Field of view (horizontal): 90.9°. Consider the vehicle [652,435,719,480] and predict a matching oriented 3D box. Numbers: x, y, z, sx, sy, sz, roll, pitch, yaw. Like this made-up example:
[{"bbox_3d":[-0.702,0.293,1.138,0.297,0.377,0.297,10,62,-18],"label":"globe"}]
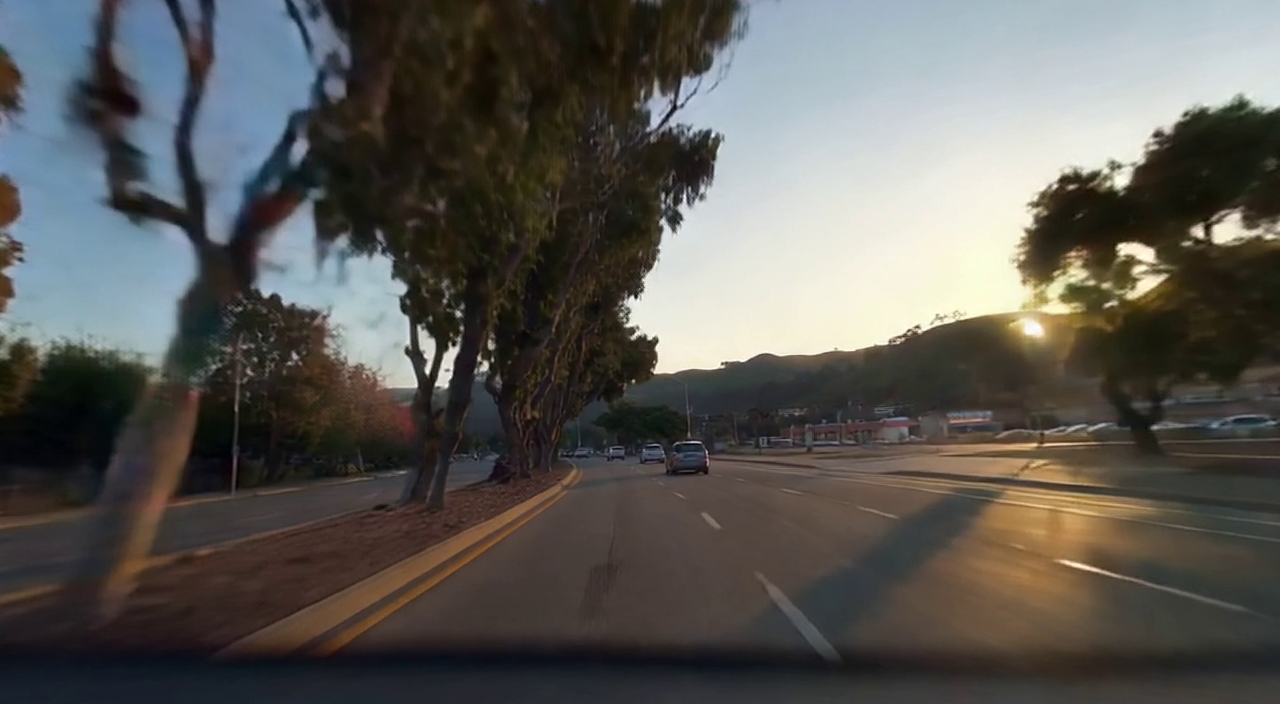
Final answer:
[{"bbox_3d":[1.849,4.509,27.194,2.253,1.756,4.313,0,-8,-4],"label":"vehicle"}]
